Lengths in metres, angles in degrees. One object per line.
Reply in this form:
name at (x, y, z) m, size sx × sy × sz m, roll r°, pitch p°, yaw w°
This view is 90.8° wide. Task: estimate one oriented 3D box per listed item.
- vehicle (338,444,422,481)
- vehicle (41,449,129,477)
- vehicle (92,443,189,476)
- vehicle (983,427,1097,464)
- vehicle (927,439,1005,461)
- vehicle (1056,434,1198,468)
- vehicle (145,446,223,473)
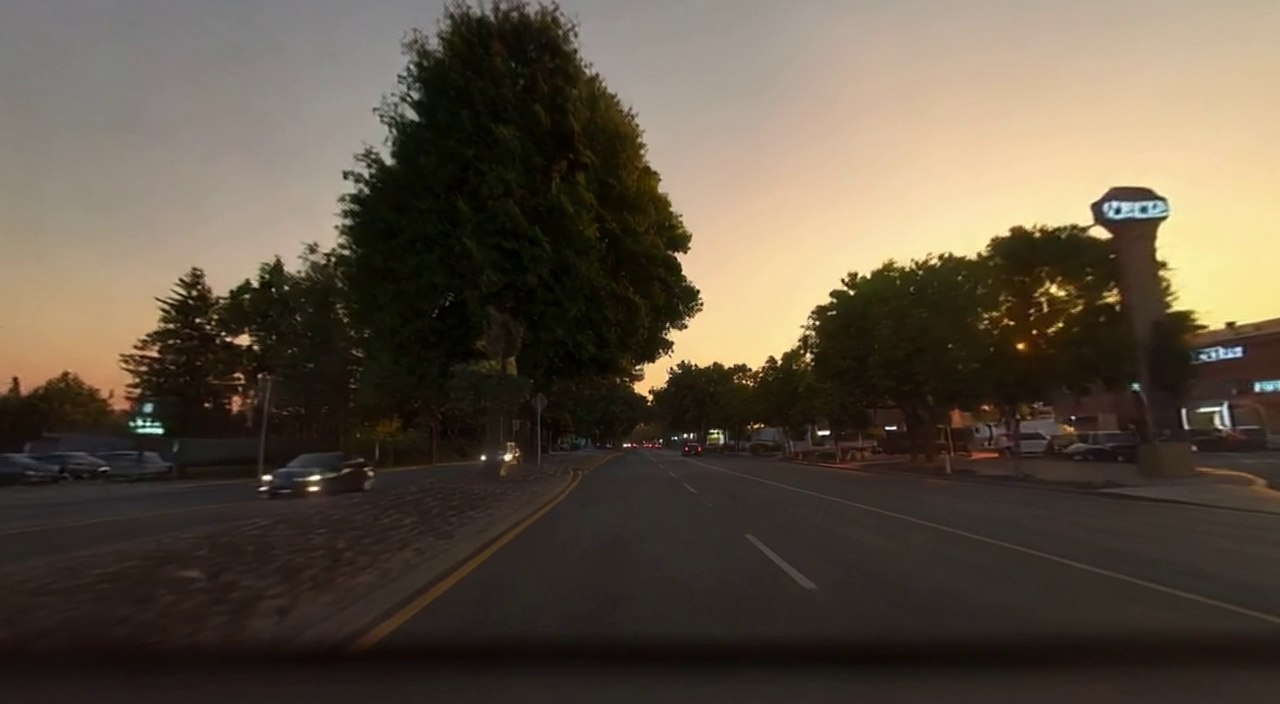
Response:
vehicle at (-11.763, 4.992, 28.940) m, size 1.937 × 1.508 × 4.650 m, roll 0°, pitch -8°, yaw -1°
vehicle at (-33.182, 6.625, 37.937) m, size 1.864 × 1.489 × 3.832 m, roll 0°, pitch -8°, yaw -3°
vehicle at (-30.271, 6.494, 38.514) m, size 2.037 × 1.724 × 4.785 m, roll -3°, pitch -8°, yaw -1°
vehicle at (22.681, 5.311, 35.986) m, size 4.824 × 1.976 × 2.281 m, roll -1°, pitch -8°, yaw 2°
vehicle at (22.402, 6.743, 43.531) m, size 4.389 × 1.429 × 1.804 m, roll 0°, pitch -8°, yaw -1°
vehicle at (22.363, 4.556, 29.159) m, size 4.724 × 1.471 × 2.203 m, roll 0°, pitch -8°, yaw -2°
vehicle at (-27.764, 6.545, 38.646) m, size 1.811 × 1.482 × 3.982 m, roll 0°, pitch -8°, yaw -1°
